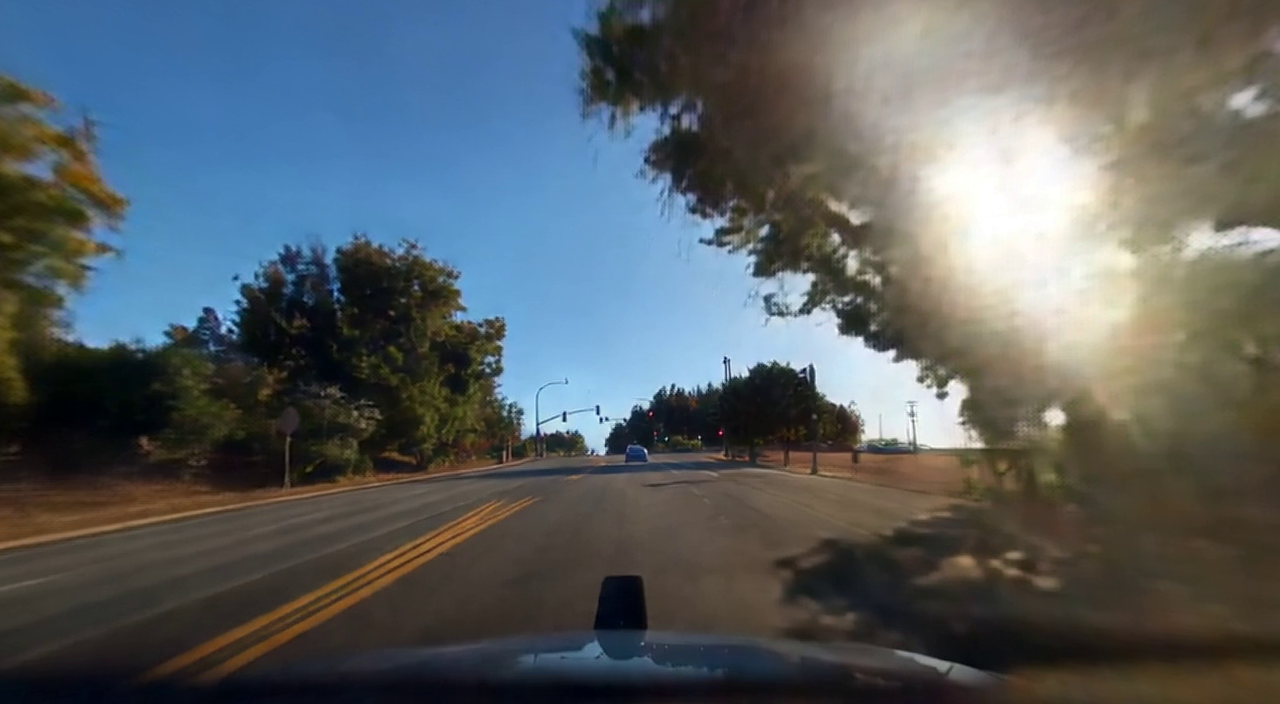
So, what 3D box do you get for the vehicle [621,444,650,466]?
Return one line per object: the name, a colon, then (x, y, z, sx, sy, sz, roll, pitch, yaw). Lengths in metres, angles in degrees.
vehicle: (-0.310, 7.384, 45.588, 2.042, 1.489, 3.963, 0, -9, 0)
